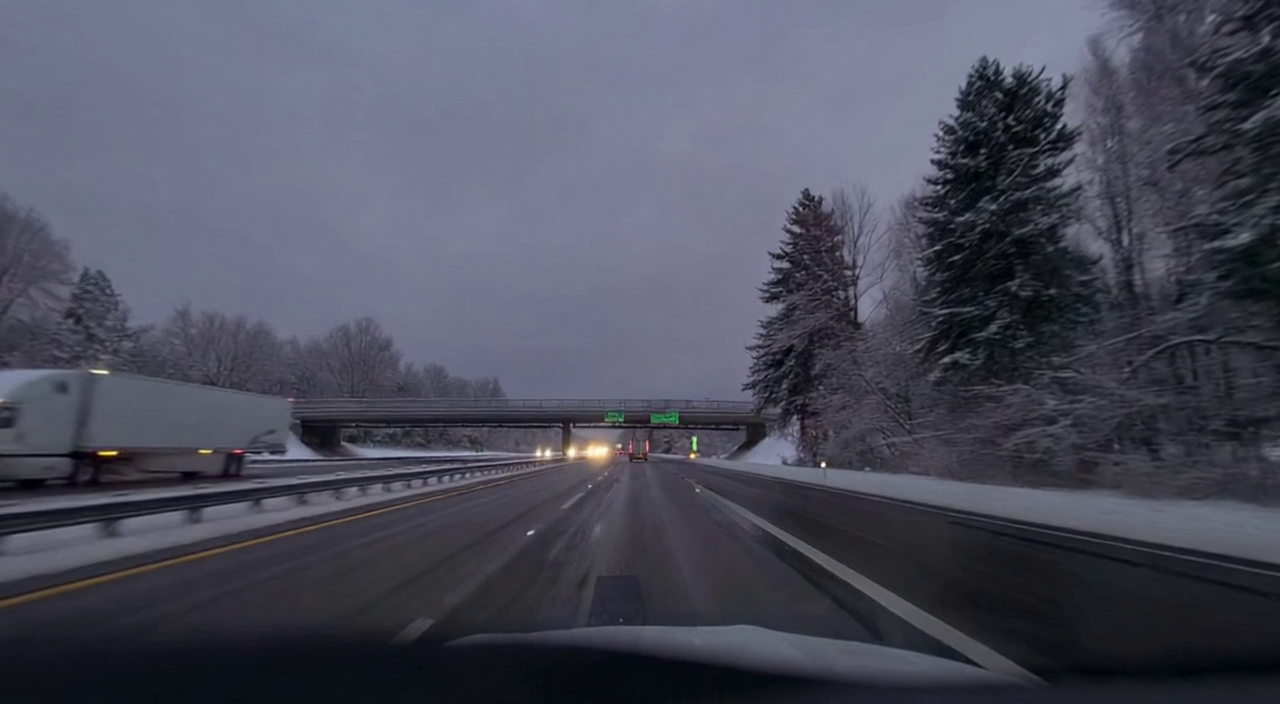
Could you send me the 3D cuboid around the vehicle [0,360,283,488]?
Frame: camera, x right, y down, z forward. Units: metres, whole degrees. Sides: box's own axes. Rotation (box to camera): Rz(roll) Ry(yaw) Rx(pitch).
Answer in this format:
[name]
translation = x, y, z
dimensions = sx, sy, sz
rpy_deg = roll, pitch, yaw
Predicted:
[vehicle]
translation = -21.121, 3.400, 27.411
dimensions = 2.884, 4.099, 14.439
rpy_deg = 0, -9, -1
